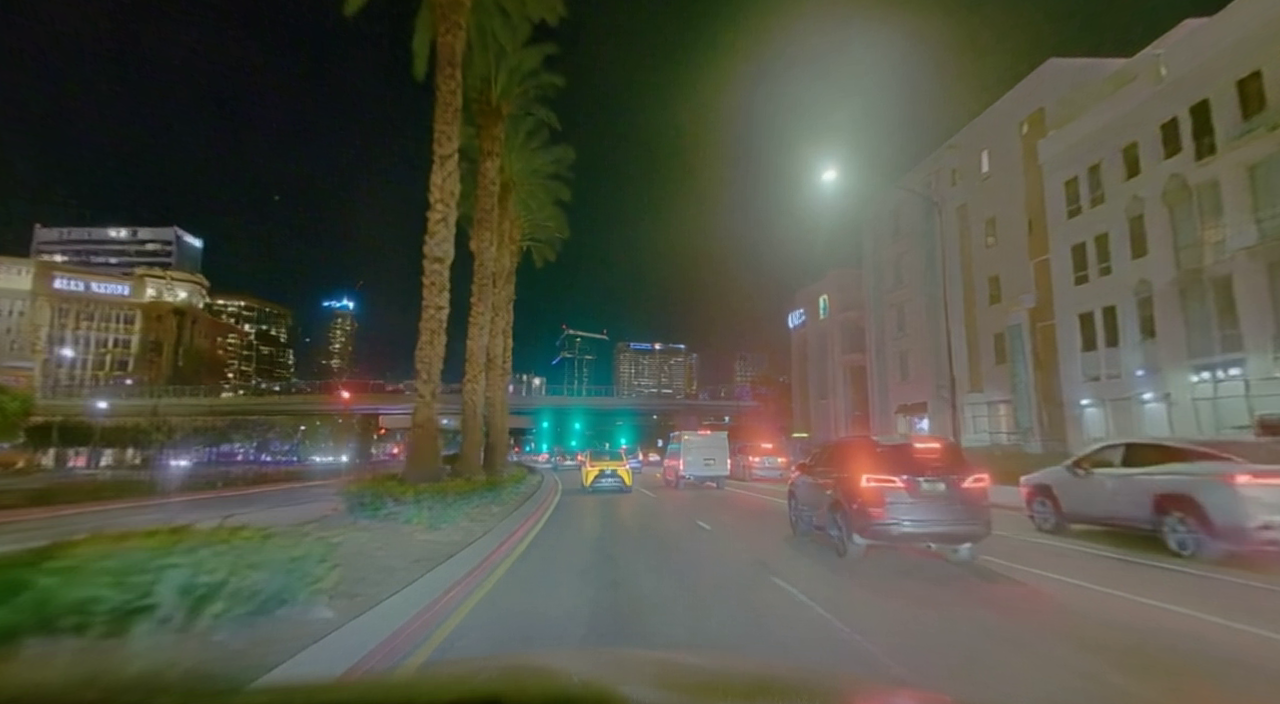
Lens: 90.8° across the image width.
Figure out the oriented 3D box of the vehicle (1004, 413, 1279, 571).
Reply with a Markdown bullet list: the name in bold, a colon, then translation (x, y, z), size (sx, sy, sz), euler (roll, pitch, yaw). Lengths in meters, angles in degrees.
- **vehicle**: translation (7.709, 1.814, 8.874), size (2.107, 1.659, 4.759), euler (0, -9, -4)

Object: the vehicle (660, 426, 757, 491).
- **vehicle**: translation (2.388, 3.962, 23.860), size (2.434, 2.171, 5.098), euler (1, -9, -8)

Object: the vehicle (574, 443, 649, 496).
- **vehicle**: translation (-1.142, 4.042, 22.295), size (2.332, 1.625, 4.933), euler (1, -9, -6)

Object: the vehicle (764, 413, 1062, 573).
- **vehicle**: translation (3.383, 1.837, 9.000), size (2.151, 1.695, 4.258), euler (0, -9, -3)
